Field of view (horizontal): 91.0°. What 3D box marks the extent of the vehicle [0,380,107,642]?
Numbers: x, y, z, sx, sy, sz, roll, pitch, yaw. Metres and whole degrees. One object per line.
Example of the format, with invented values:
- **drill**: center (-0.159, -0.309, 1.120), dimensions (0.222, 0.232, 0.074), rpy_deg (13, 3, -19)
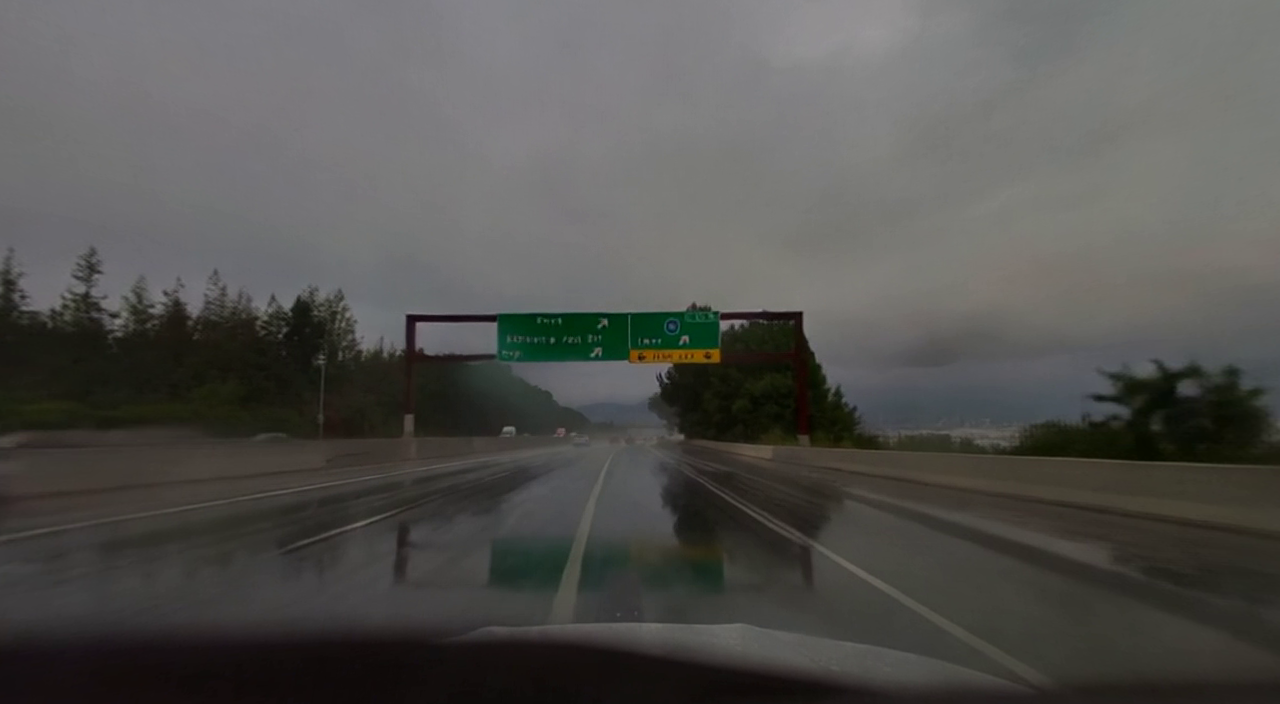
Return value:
- **vehicle**: center (-5.036, 0.788, 2.354), dimensions (2.055, 1.662, 4.773), rpy_deg (0, -8, -3)
